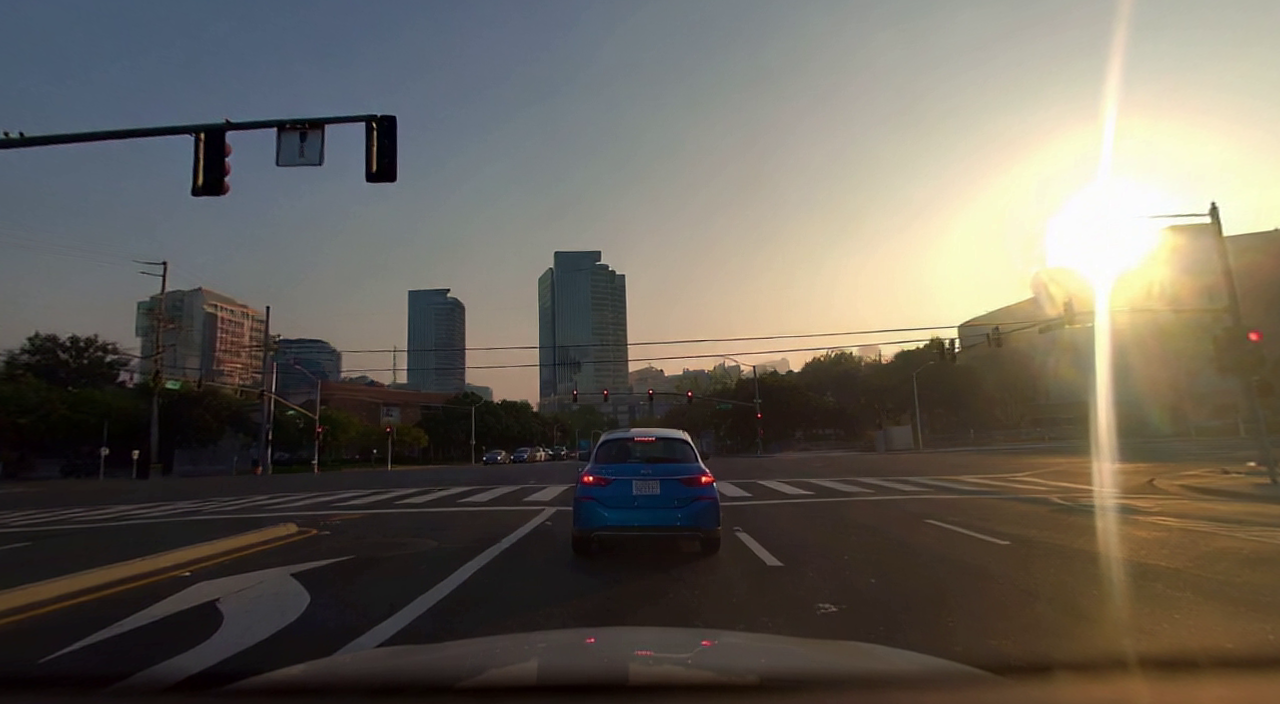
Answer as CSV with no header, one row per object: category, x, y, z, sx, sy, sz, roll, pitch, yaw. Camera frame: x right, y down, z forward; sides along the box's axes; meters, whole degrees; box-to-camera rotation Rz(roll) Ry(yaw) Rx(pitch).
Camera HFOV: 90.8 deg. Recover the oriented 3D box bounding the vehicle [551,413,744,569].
vehicle,0.035,1.757,8.705,2.027,1.626,3.942,0,-8,-1
